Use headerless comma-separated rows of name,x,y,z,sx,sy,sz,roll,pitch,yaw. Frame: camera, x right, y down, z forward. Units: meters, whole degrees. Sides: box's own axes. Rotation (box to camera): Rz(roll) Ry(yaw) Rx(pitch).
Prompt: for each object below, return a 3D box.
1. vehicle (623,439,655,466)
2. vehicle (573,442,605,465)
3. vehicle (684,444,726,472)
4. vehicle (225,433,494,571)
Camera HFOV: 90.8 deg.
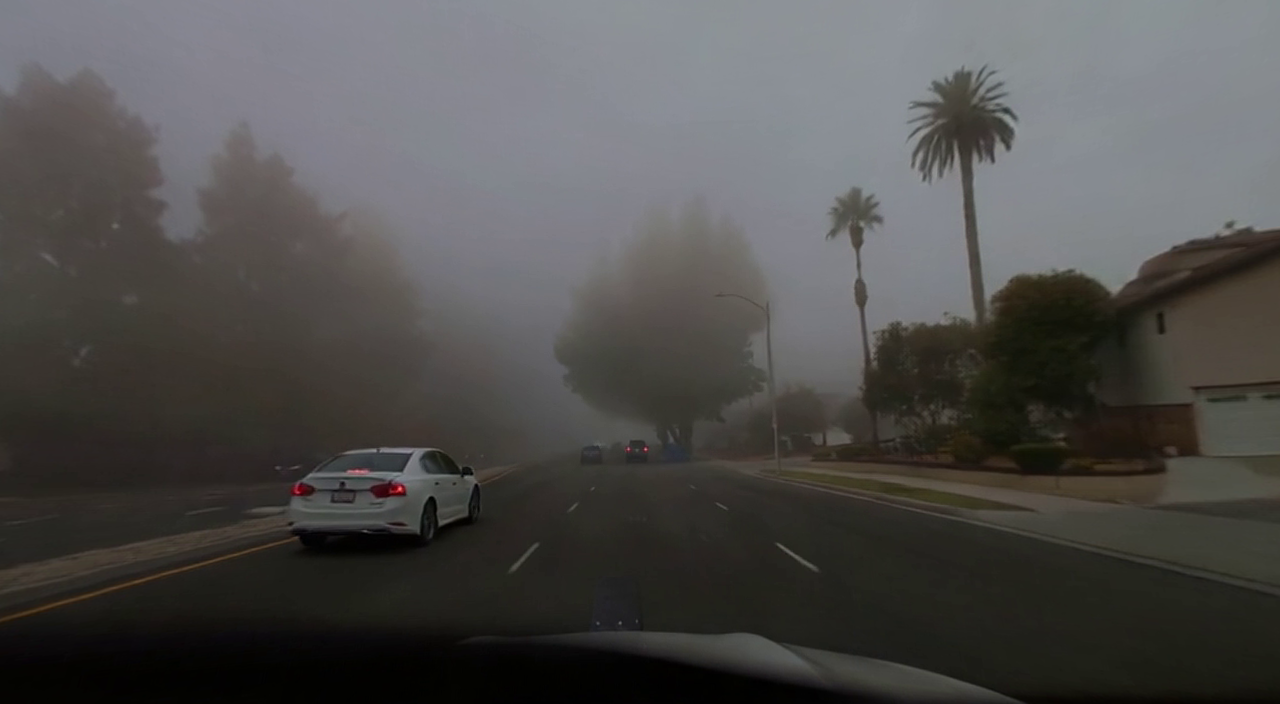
vehicle,-0.108,6.776,42.763,2.043,1.734,4.253,0,-8,-1
vehicle,-3.563,7.150,44.599,2.000,1.569,3.794,0,-8,-1
vehicle,3.609,5.993,35.975,1.830,1.451,4.009,0,-8,-2
vehicle,-3.534,1.945,9.094,1.844,1.451,4.543,0,-8,-1
